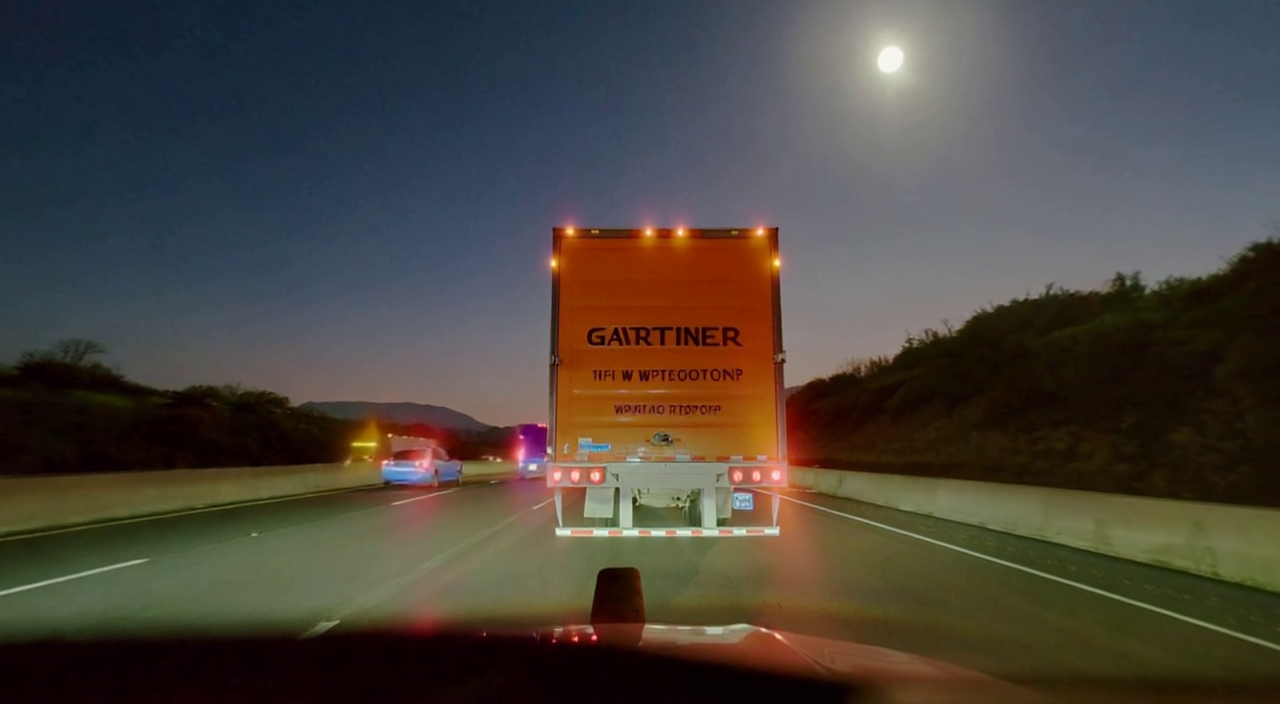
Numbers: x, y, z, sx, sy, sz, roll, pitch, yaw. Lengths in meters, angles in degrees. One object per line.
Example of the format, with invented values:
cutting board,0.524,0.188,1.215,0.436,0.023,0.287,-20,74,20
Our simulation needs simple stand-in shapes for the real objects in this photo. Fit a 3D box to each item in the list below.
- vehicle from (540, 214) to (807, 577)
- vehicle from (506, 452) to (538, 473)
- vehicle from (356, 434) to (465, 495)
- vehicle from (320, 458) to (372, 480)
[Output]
vehicle,0.482,1.231,12.287,2.853,4.054,10.557,0,-9,1
vehicle,-8.658,8.105,46.449,1.617,1.465,3.546,0,-9,1
vehicle,-8.534,4.244,24.090,2.174,2.059,5.314,0,-9,0
vehicle,-20.515,8.172,44.214,1.851,1.430,3.604,0,-9,0
